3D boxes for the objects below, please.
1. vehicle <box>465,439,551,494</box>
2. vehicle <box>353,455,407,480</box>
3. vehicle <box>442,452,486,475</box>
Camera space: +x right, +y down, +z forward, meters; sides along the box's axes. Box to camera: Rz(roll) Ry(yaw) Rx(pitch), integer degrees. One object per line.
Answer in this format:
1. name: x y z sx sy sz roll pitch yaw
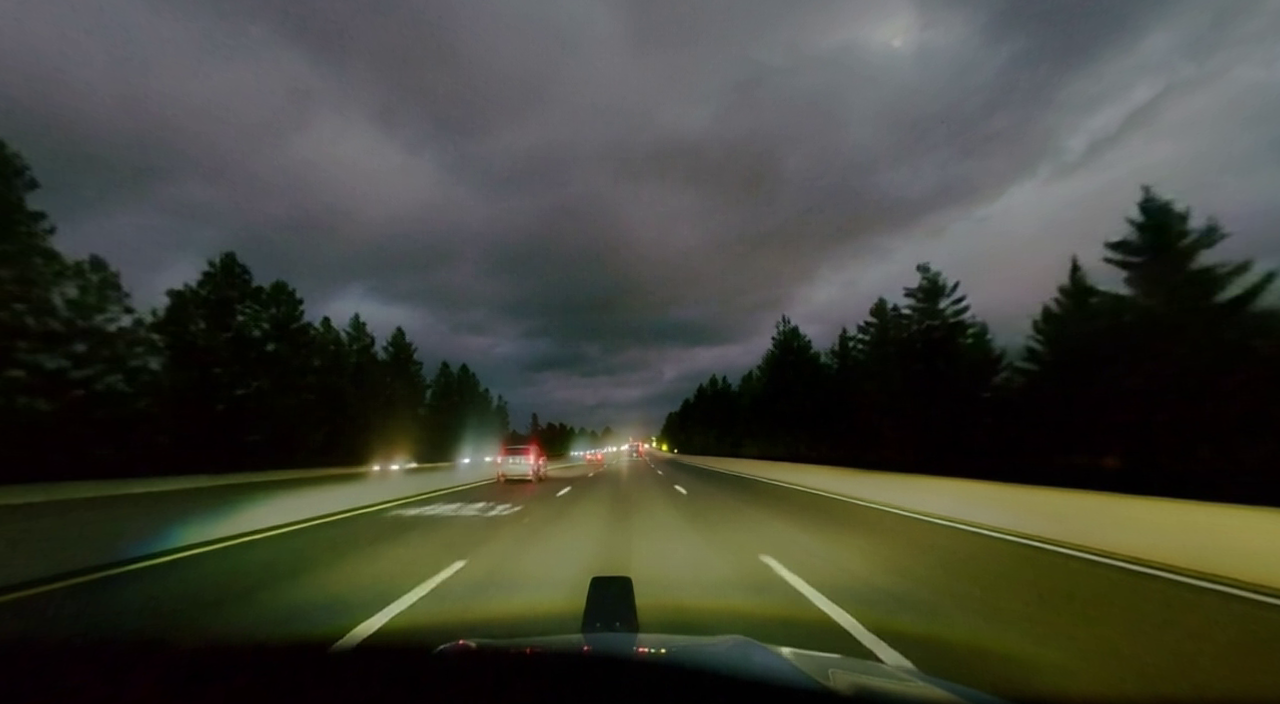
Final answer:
1. vehicle: -4.475 3.934 21.969 2.151 1.693 4.201 0 -9 0
2. vehicle: -17.194 7.637 41.679 1.838 1.462 4.079 -1 -9 0
3. vehicle: -12.929 8.222 46.331 1.974 1.526 4.335 -1 -9 0
